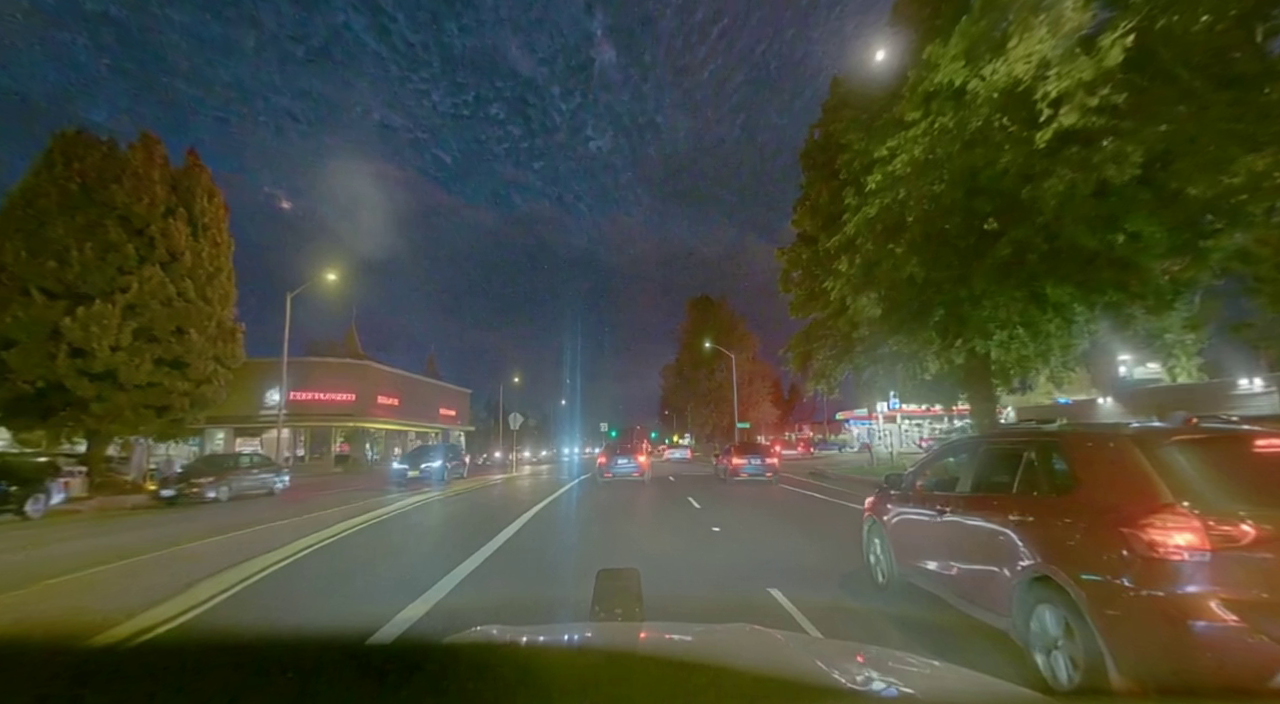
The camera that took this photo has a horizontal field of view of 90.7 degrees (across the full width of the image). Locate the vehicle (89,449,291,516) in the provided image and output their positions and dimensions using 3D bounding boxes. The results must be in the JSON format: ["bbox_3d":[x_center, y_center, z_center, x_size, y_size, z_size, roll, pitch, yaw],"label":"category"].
[{"bbox_3d":[-11.576,3.337,16.798,2.028,1.469,4.533,0,-8,0],"label":"vehicle"}]

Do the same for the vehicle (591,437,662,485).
[{"bbox_3d":[-0.475,3.798,22.402,2.232,1.508,4.319,0,-8,-1],"label":"vehicle"}]

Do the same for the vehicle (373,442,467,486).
[{"bbox_3d":[-8.372,4.287,24.595,2.050,1.503,4.350,0,-8,1],"label":"vehicle"}]

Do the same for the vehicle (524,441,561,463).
[{"bbox_3d":[-7.407,7.653,48.435,2.085,1.610,4.085,0,-8,1],"label":"vehicle"}]

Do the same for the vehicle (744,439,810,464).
[{"bbox_3d":[9.793,7.109,45.229,4.464,1.755,2.236,-2,-9,14],"label":"vehicle"}]

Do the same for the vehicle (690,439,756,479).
[{"bbox_3d":[3.311,4.354,25.996,2.060,1.471,4.168,0,-8,-1],"label":"vehicle"}]

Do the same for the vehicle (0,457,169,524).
[{"bbox_3d":[-15.222,3.589,16.923,1.846,1.463,4.461,0,-8,-1],"label":"vehicle"}]

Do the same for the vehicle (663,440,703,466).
[{"bbox_3d":[2.663,6.302,39.744,2.098,1.527,3.966,0,-8,-2],"label":"vehicle"}]

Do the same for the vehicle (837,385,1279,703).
[{"bbox_3d":[3.169,1.191,4.485,2.097,1.502,4.470,0,-8,0],"label":"vehicle"}]
